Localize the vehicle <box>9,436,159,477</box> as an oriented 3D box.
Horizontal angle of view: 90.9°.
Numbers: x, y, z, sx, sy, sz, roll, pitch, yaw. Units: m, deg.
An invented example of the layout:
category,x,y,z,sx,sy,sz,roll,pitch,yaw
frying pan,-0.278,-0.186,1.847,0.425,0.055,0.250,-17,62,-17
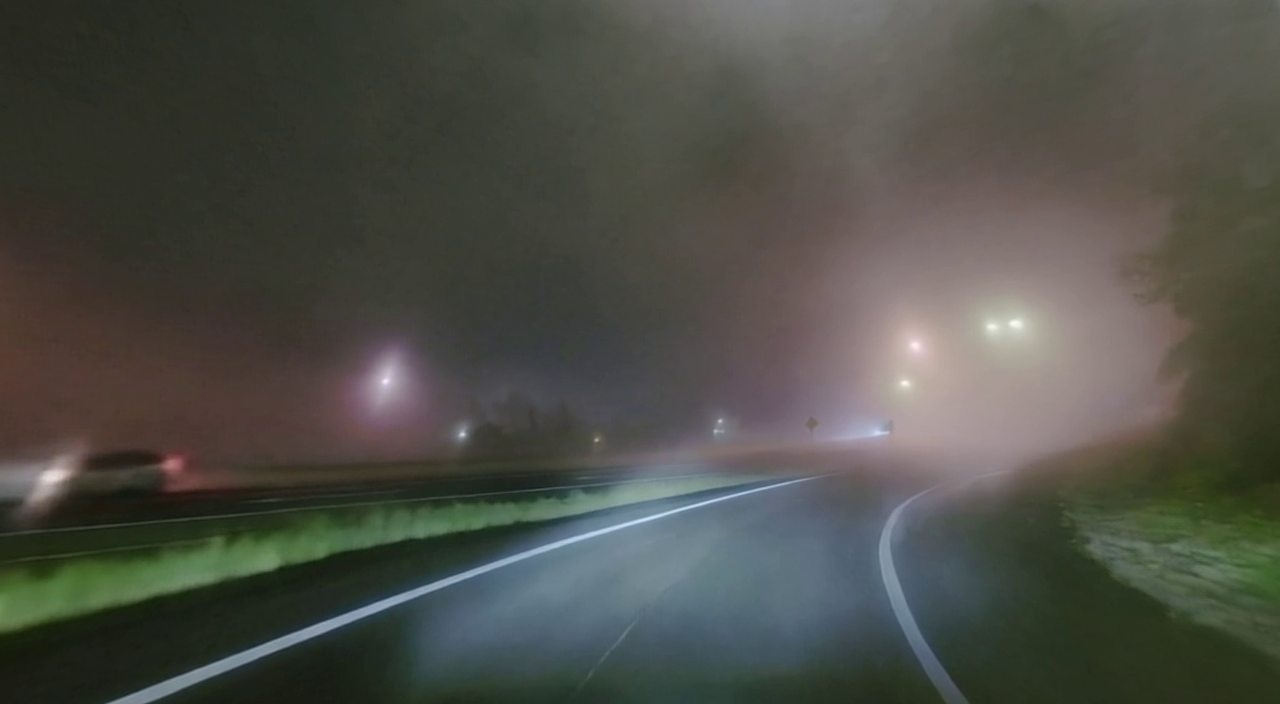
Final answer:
category,x,y,z,sx,sy,sz,roll,pitch,yaw
vehicle,-23.565,4.417,26.871,1.922,1.597,4.433,-8,-11,40
